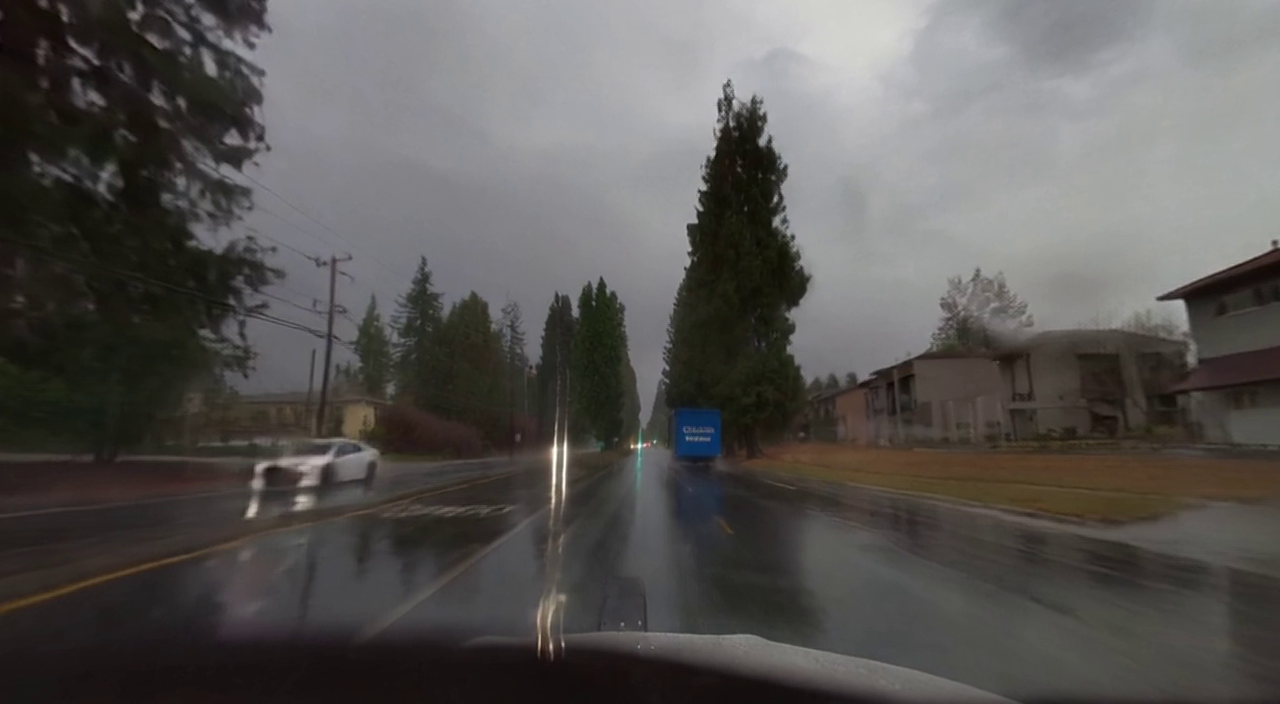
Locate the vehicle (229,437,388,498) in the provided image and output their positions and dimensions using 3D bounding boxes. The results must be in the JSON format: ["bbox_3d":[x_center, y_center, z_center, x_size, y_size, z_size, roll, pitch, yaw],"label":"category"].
[{"bbox_3d":[-9.071,3.171,17.736,2.011,1.460,4.420,0,-8,1],"label":"vehicle"}]

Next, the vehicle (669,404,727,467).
[{"bbox_3d":[3.802,5.849,43.550,2.973,3.848,9.336,1,-8,-1],"label":"vehicle"}]
